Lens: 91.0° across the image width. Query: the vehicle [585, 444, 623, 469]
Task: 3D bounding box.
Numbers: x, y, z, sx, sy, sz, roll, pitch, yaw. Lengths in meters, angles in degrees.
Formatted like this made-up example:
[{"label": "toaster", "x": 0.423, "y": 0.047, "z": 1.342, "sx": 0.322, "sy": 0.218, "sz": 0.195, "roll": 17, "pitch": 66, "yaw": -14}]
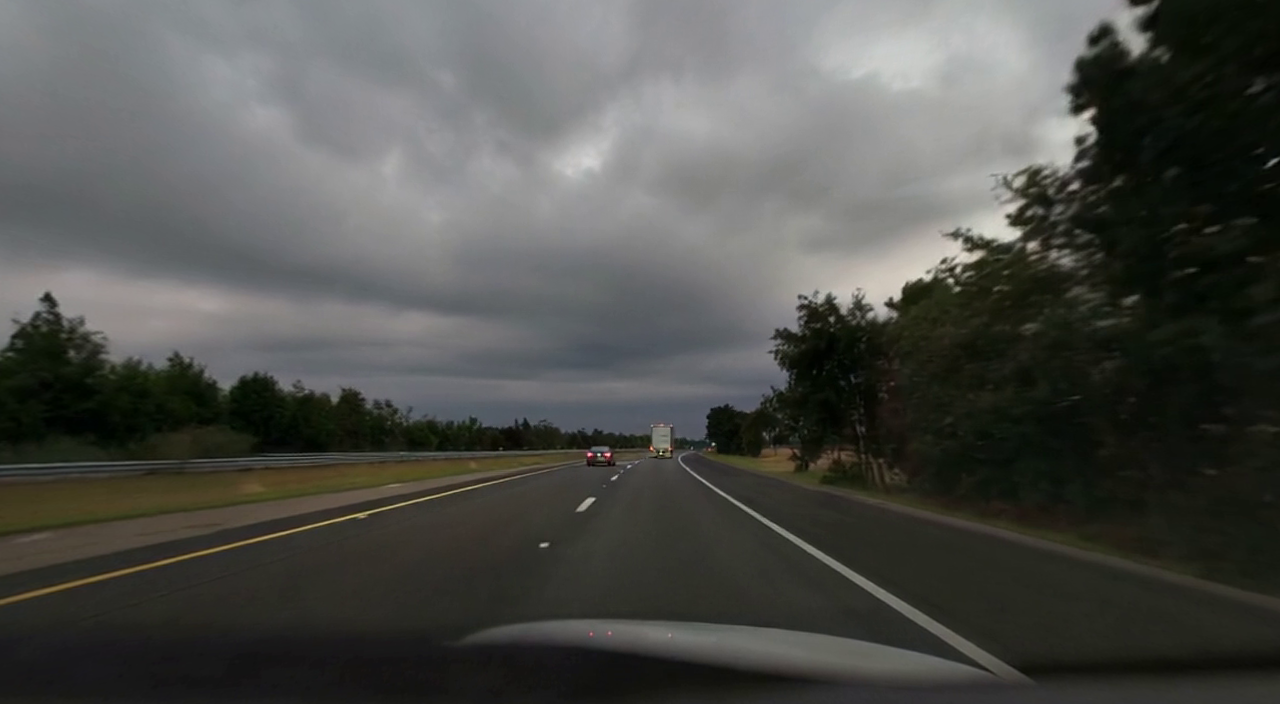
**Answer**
[{"label": "vehicle", "x": -2.315, "y": 6.842, "z": 41.377, "sx": 2.199, "sy": 1.555, "sz": 4.451, "roll": 0, "pitch": -9, "yaw": 1}]
